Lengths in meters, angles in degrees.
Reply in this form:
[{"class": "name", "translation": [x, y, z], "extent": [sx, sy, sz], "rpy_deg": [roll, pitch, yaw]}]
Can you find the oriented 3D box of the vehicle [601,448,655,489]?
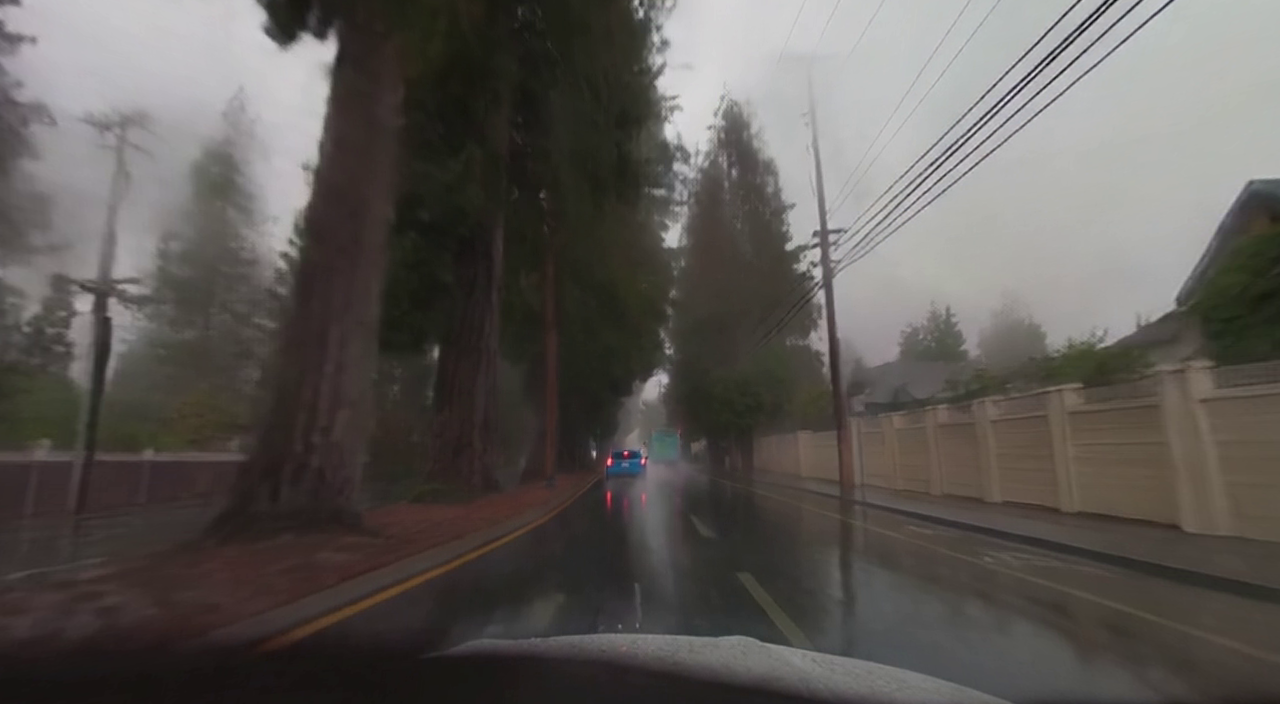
[{"class": "vehicle", "translation": [-0.465, 4.736, 26.009], "extent": [2.018, 1.511, 3.993], "rpy_deg": [0, -9, 0]}]
